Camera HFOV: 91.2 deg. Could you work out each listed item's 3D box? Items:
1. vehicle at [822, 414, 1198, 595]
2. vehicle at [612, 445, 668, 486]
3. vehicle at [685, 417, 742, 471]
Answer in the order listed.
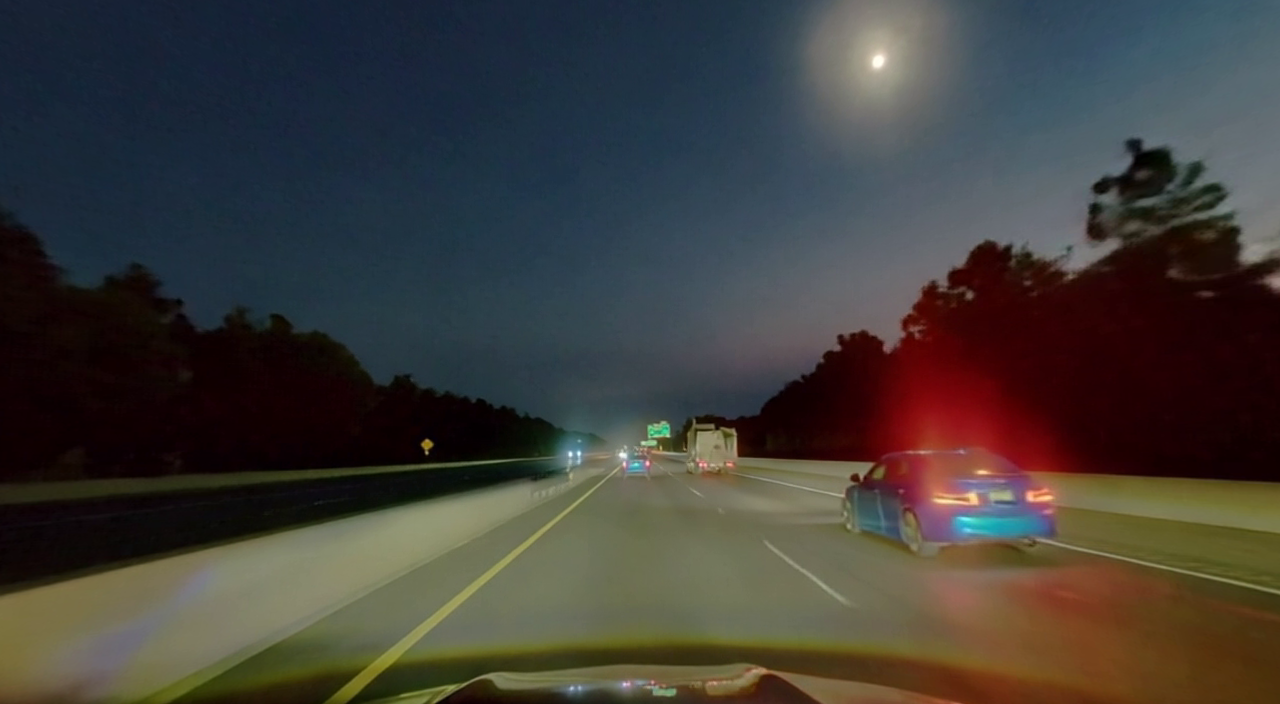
[{"bbox_3d":[3.826,1.640,7.558,1.953,1.540,4.101,0,-9,-1],"label":"vehicle"},{"bbox_3d":[-0.006,4.508,25.247,2.066,1.490,3.759,0,-9,0],"label":"vehicle"},{"bbox_3d":[4.683,6.116,41.481,2.791,3.201,7.145,0,-9,0],"label":"vehicle"}]
